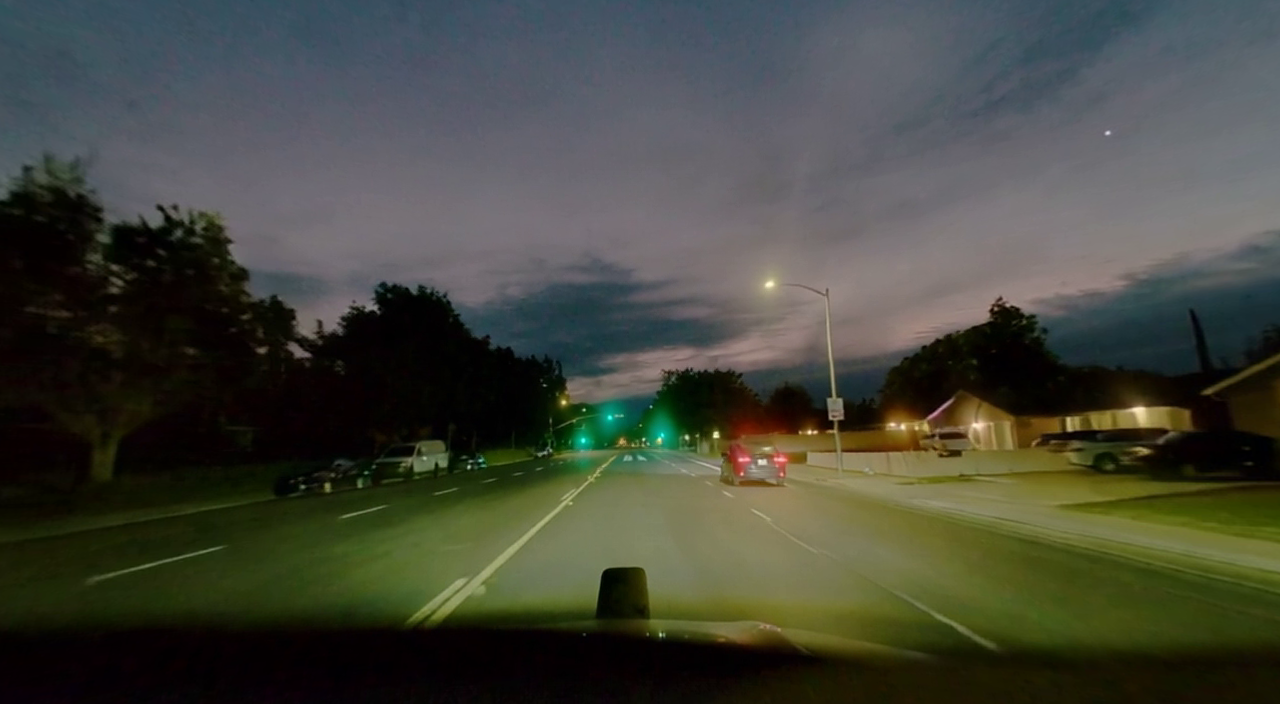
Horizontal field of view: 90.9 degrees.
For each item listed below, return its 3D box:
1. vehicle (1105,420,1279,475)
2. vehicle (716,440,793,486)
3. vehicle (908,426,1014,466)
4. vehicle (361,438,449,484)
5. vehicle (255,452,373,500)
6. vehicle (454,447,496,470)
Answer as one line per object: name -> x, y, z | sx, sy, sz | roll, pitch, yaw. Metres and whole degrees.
vehicle -> 16.941, 2.875, 19.055 | 4.065, 1.557, 2.107 | 0, -8, 0
vehicle -> 4.060, 4.018, 23.184 | 1.956, 1.492, 4.425 | 0, -8, -1
vehicle -> 14.907, 4.406, 29.656 | 2.129, 1.699, 4.906 | 0, -8, -3
vehicle -> -11.397, 5.305, 31.113 | 2.180, 1.953, 5.787 | -2, -8, 0
vehicle -> -11.262, 4.282, 22.159 | 1.829, 1.441, 4.355 | 0, -8, -1
vehicle -> -11.502, 7.423, 44.147 | 1.911, 1.524, 4.256 | 0, -8, -1
